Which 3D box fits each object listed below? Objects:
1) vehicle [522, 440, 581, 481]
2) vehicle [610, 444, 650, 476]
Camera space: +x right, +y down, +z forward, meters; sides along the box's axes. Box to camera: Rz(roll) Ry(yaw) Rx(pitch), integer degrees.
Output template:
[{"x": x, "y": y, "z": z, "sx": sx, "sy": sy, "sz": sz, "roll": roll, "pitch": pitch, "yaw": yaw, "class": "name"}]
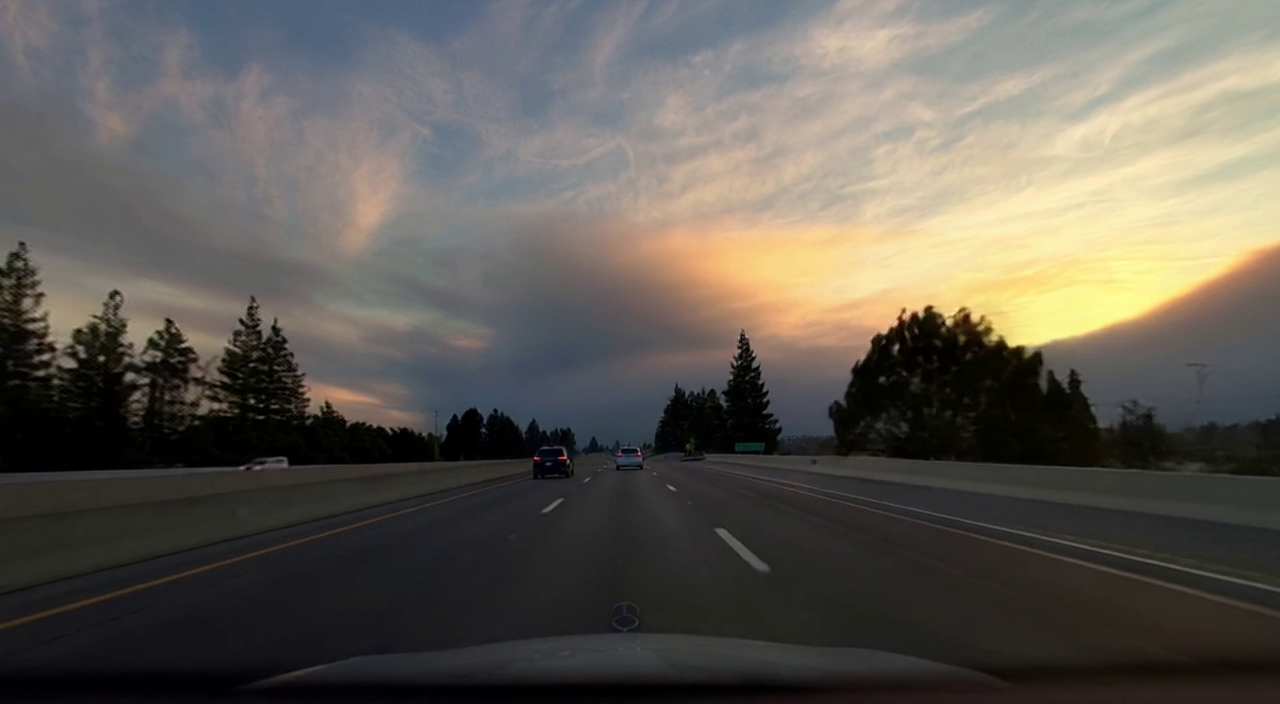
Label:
[{"x": -4.056, "y": 5.050, "z": 29.550, "sx": 2.130, "sy": 1.741, "sz": 4.665, "roll": 0, "pitch": -9, "yaw": 0, "class": "vehicle"}, {"x": -0.543, "y": 6.074, "z": 35.758, "sx": 2.130, "sy": 1.684, "sz": 3.826, "roll": 0, "pitch": -8, "yaw": -1, "class": "vehicle"}]
